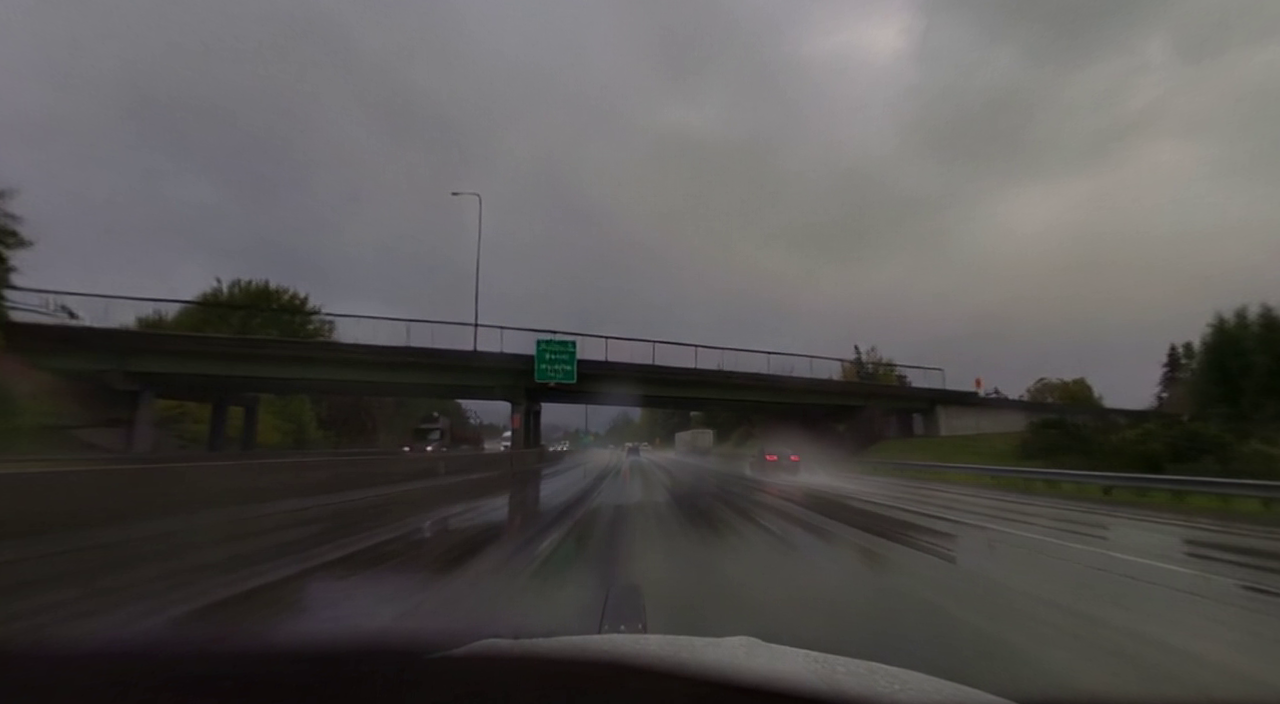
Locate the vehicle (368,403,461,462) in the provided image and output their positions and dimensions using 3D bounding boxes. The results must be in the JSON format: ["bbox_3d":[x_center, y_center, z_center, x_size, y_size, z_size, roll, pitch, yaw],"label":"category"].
[{"bbox_3d":[-16.109,6.014,46.098,2.985,3.790,10.161,0,-9,0],"label":"vehicle"}]
